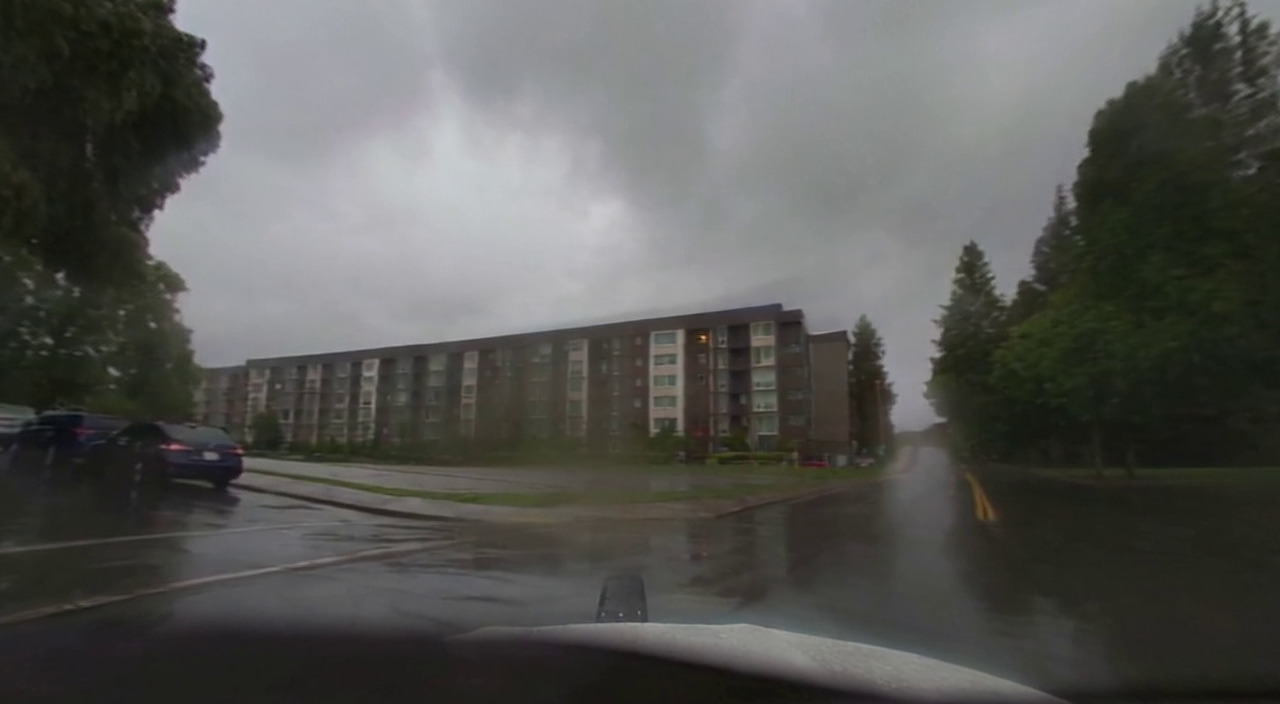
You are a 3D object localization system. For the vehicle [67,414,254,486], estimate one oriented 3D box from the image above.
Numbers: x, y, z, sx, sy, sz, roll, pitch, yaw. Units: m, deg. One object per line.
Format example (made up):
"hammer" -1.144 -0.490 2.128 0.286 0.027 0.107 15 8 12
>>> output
"vehicle" -11.105 2.244 14.578 4.322 1.436 1.827 -5 -10 30

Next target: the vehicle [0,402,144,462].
"vehicle" -15.912 2.243 17.434 4.393 1.478 1.776 -4 -10 29
